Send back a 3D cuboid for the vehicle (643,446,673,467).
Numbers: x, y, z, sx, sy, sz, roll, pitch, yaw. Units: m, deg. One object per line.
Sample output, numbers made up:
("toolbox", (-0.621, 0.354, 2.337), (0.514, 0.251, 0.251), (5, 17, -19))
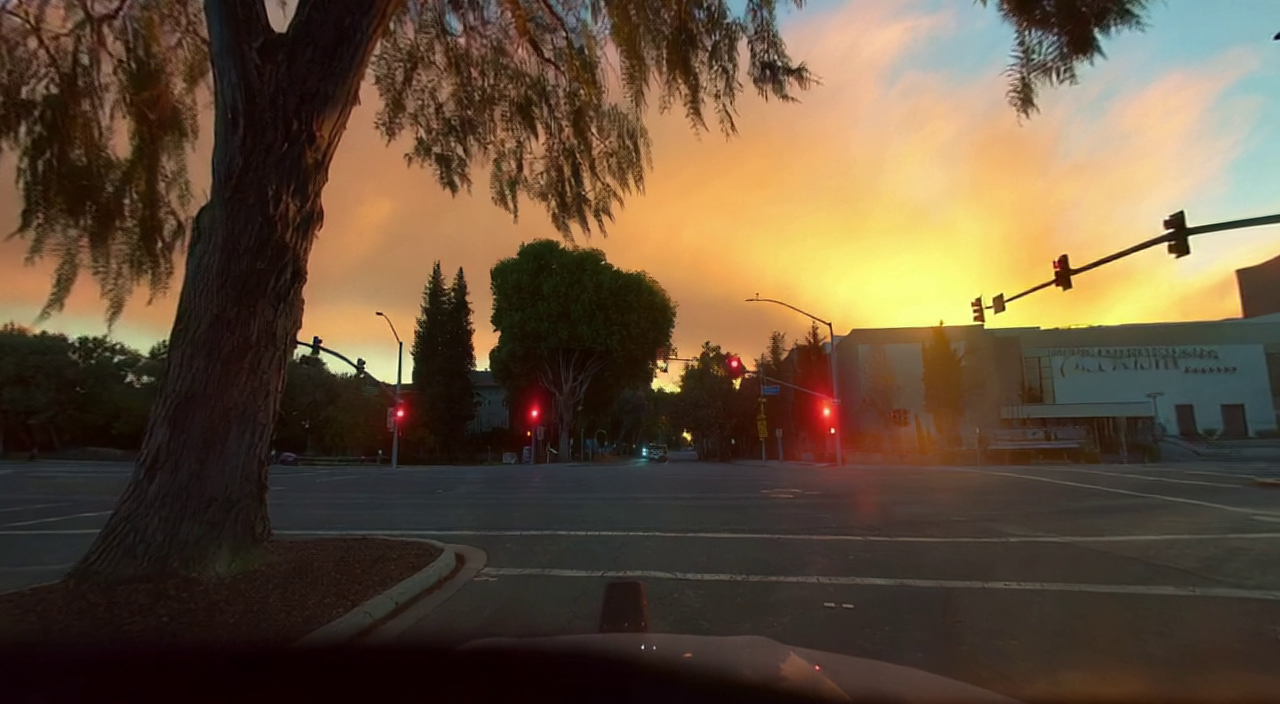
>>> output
("vehicle", (1.286, 7.641, 46.445), (2.132, 1.449, 4.235), (0, -9, 0))
